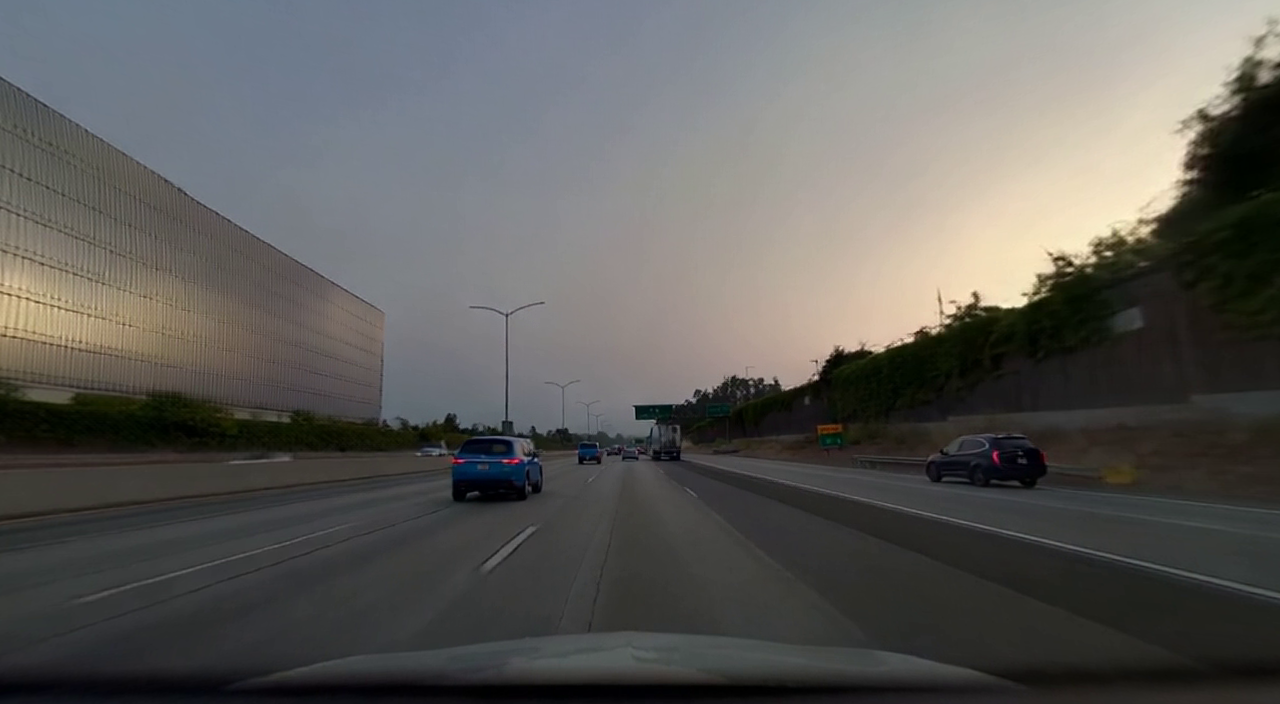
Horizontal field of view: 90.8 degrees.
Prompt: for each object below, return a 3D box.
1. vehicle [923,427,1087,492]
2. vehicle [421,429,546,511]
[{"bbox_3d":[11.347,3.412,20.234,2.089,1.787,5.080,0,-9,-2],"label":"vehicle"},{"bbox_3d":[-3.628,2.822,15.530,2.039,1.710,4.237,0,-9,-1],"label":"vehicle"}]
